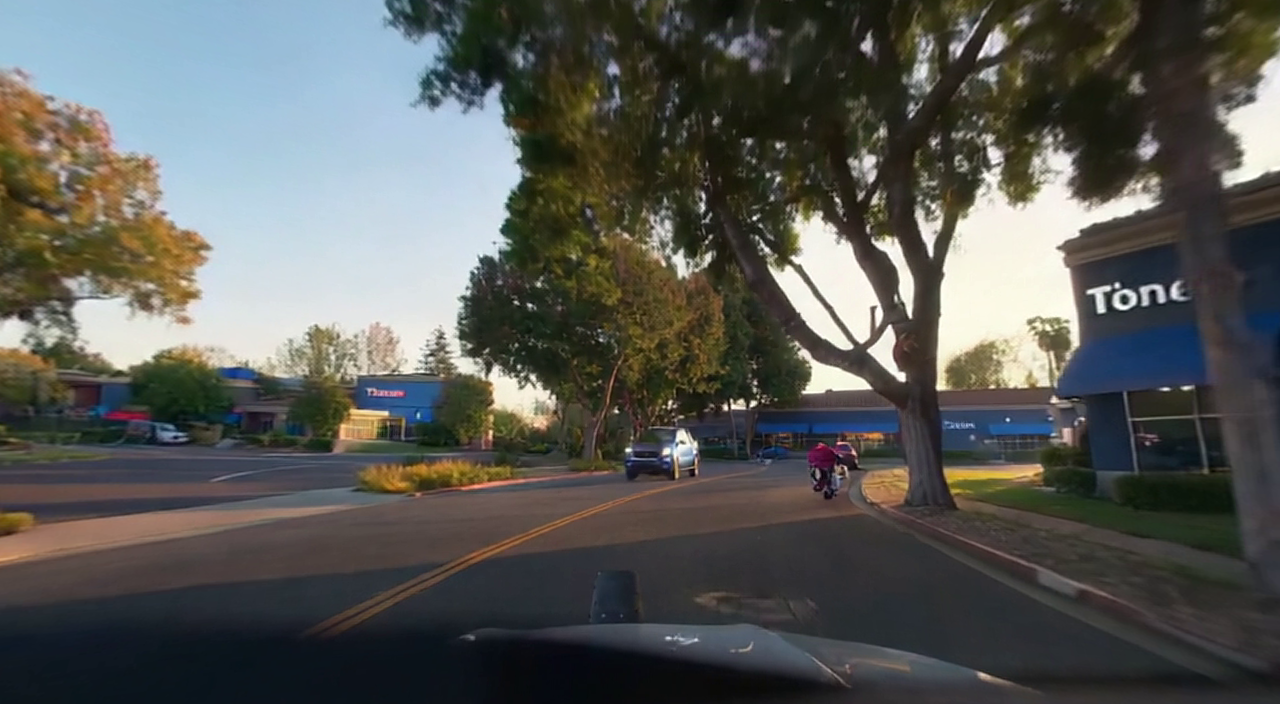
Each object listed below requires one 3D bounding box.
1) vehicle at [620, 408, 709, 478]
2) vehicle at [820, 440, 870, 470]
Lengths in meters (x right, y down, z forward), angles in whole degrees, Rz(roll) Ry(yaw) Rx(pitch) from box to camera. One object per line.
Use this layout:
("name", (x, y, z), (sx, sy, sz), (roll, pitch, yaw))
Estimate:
("vehicle", (1.315, 4.206, 29.153), (2.674, 2.815, 6.582), (-2, -9, 15))
("vehicle", (13.066, 6.577, 40.656), (2.292, 1.767, 5.128), (-2, -9, 10))
